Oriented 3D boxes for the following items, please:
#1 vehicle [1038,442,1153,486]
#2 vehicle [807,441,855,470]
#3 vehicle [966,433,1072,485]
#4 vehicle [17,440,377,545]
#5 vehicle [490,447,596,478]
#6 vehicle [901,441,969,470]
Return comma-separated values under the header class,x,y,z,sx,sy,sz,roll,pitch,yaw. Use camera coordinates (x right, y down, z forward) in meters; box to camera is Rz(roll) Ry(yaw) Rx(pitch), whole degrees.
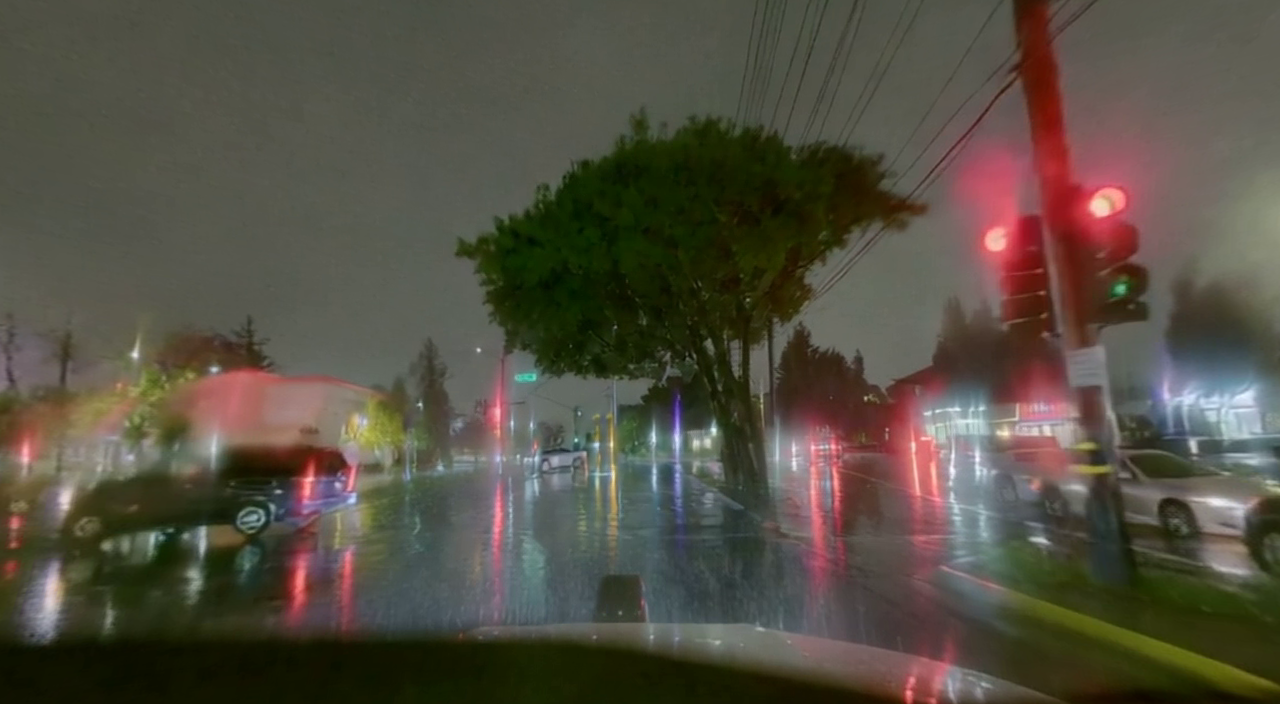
class,x,y,z,sx,sy,sz,roll,pitch,yaw
vehicle,15.834,3.889,22.235,1.936,1.391,3.874,-2,-9,15
vehicle,10.864,5.887,36.278,2.061,1.519,4.794,-2,-8,10
vehicle,13.444,3.803,22.736,1.921,1.657,4.400,-2,-9,13
vehicle,-6.794,2.158,10.048,4.376,1.476,1.791,0,-8,2
vehicle,-4.832,5.500,31.723,4.792,1.468,2.116,-2,-9,13
vehicle,15.975,5.611,34.471,1.951,1.491,4.359,-1,-8,6
